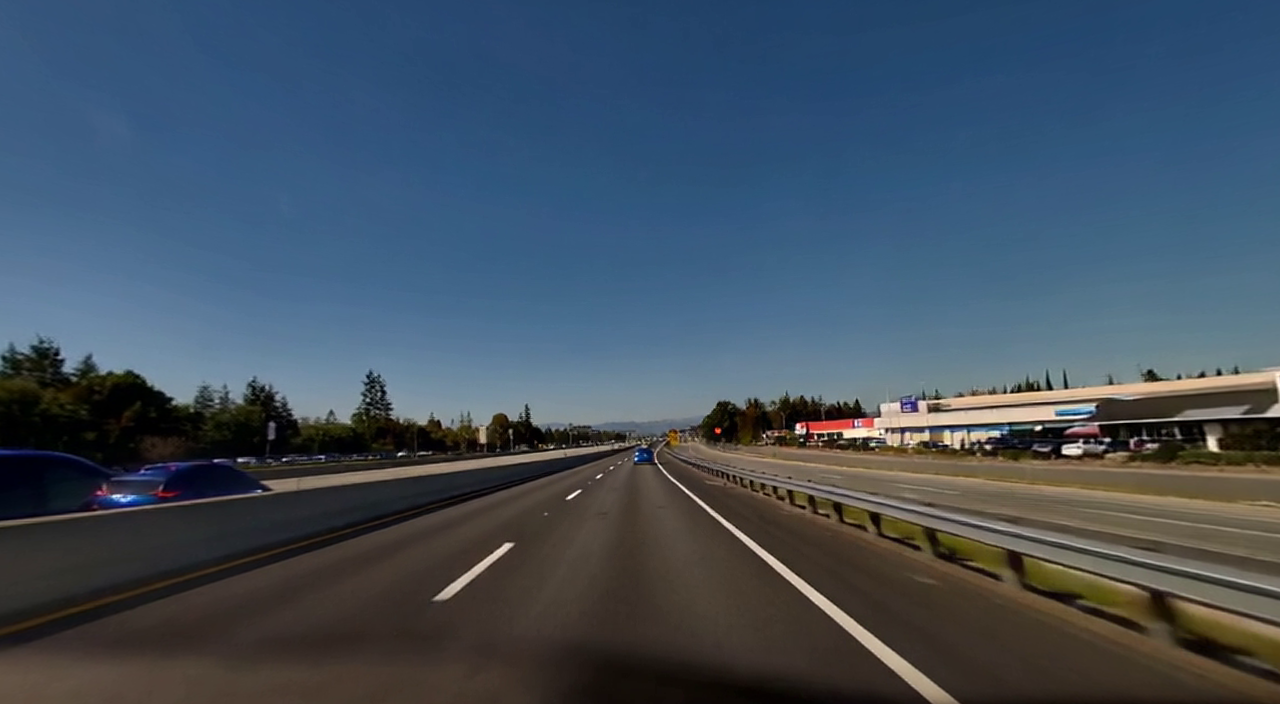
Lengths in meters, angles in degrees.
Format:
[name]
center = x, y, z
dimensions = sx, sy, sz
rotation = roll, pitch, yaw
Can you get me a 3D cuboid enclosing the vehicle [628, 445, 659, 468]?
[vehicle]
center = 0.257, 7.394, 44.443
dimensions = 2.014, 1.507, 3.960
rotation = -1, -9, 0
